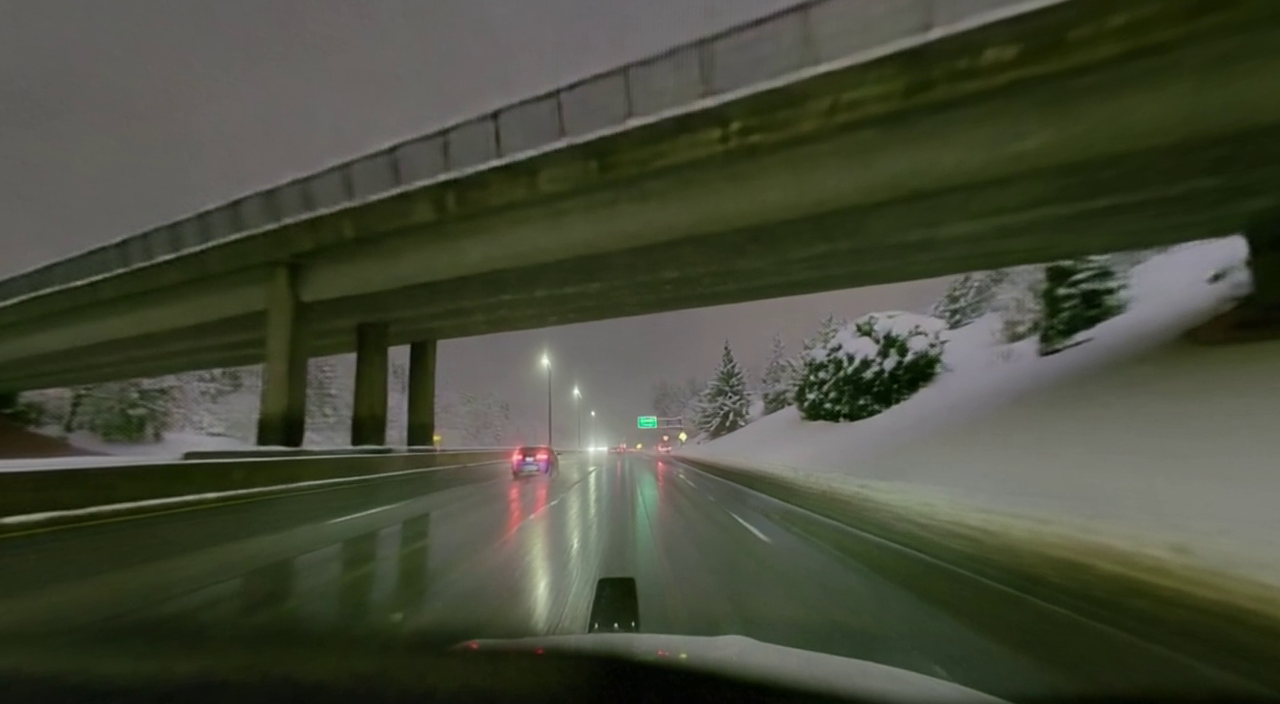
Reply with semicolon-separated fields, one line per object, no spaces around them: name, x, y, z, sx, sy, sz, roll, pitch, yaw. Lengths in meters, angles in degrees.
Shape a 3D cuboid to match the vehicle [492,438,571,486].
vehicle;-3.748;3.881;22.611;2.037;1.514;4.335;0;-8;0
